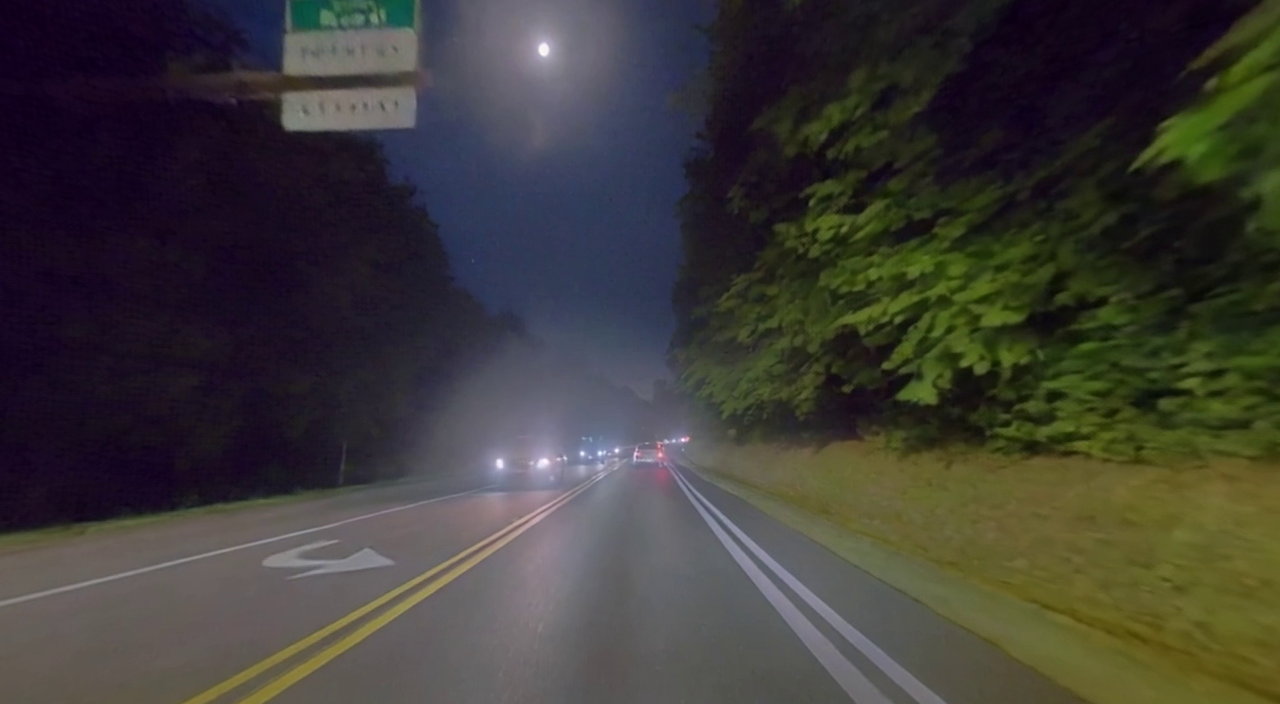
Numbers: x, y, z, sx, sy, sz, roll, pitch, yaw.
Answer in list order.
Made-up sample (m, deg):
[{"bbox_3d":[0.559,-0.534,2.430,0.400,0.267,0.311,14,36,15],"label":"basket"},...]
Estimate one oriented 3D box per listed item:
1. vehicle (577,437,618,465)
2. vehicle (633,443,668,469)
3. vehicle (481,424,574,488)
[{"bbox_3d":[-3.214,7.701,49.075,2.461,2.030,5.478,-1,-9,3],"label":"vehicle"},{"bbox_3d":[0.648,6.450,39.337,2.067,1.486,3.861,0,-9,1],"label":"vehicle"},{"bbox_3d":[-4.250,4.092,25.083,2.479,2.208,5.780,0,-9,2],"label":"vehicle"}]
